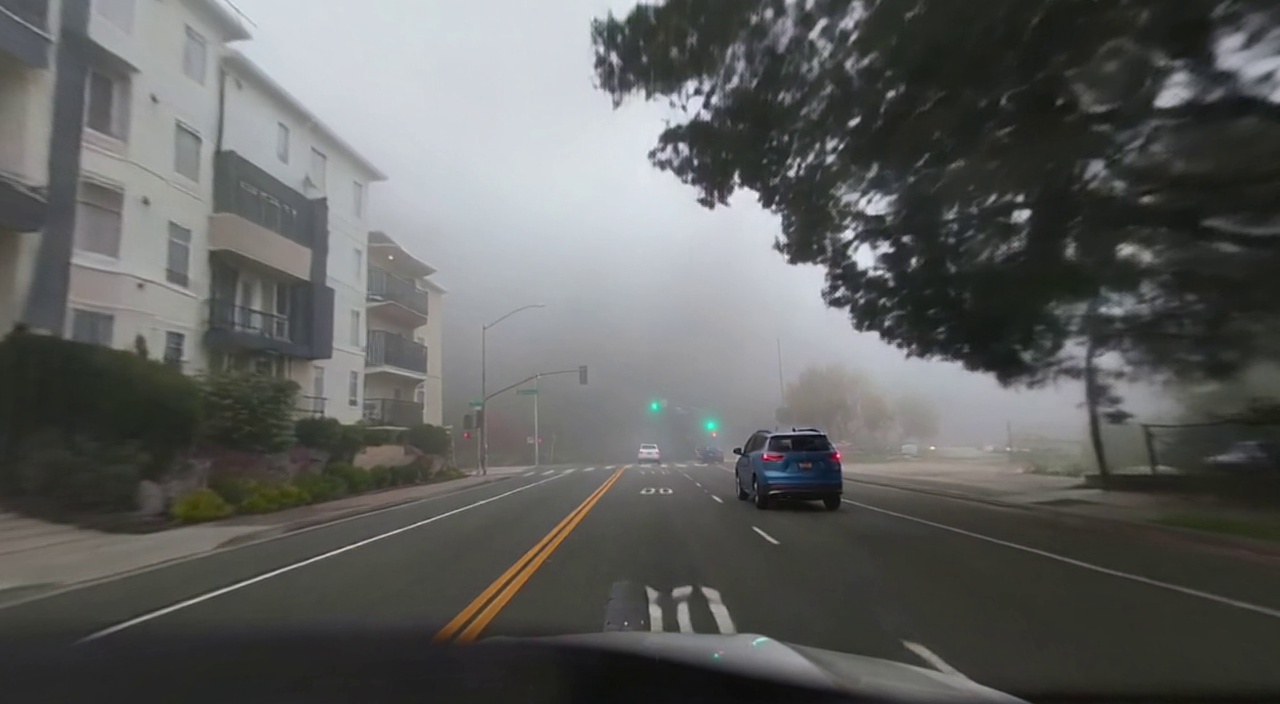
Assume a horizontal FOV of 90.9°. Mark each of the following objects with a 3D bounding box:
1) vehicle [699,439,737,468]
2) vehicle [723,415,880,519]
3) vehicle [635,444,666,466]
[{"bbox_3d":[5.250,6.836,42.536,2.335,1.794,4.898,-1,-9,7],"label":"vehicle"},{"bbox_3d":[3.240,2.440,13.878,2.130,1.863,4.844,0,-9,0],"label":"vehicle"},{"bbox_3d":[0.739,7.464,45.831,2.097,1.463,4.043,0,-9,0],"label":"vehicle"}]
